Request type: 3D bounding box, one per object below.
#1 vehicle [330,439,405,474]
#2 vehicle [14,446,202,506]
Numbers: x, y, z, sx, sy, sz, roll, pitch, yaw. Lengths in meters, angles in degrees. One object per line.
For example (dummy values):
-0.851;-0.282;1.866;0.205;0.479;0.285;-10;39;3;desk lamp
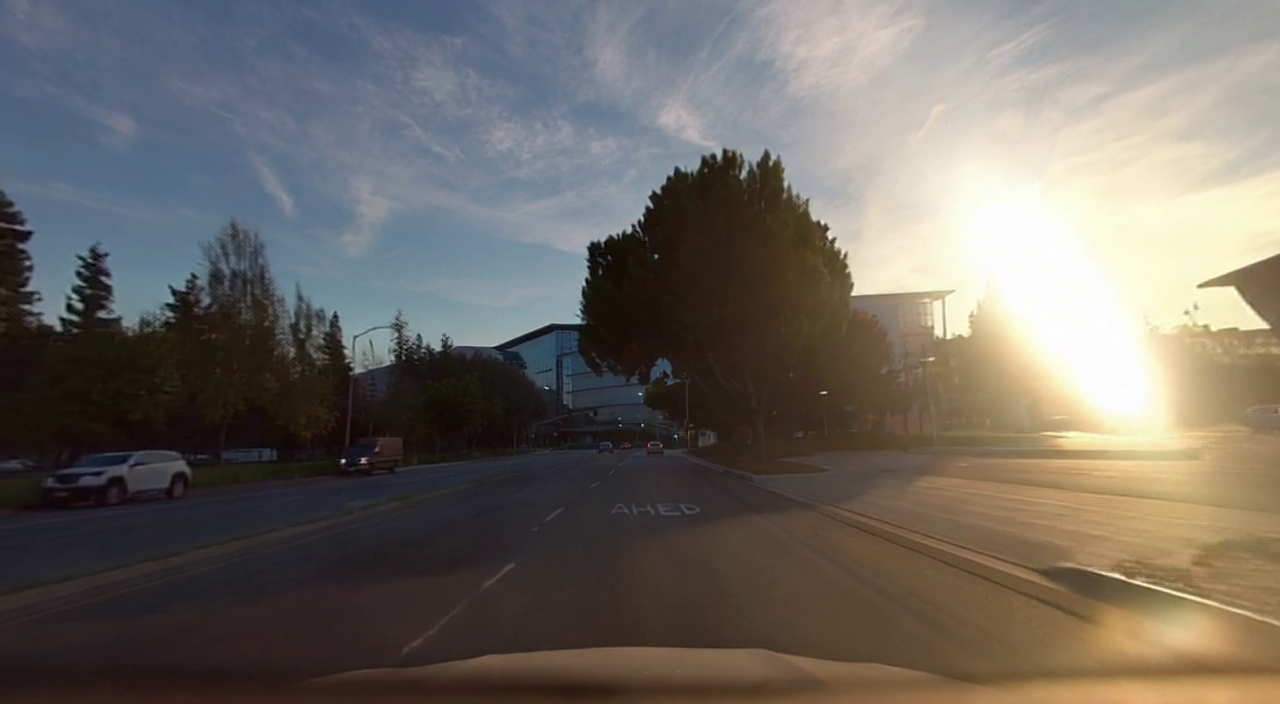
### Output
-17.258;6.630;40.126;2.331;2.109;5.400;0;-8;0;vehicle
-17.375;4.013;20.937;2.112;1.754;4.740;0;-8;-1;vehicle
